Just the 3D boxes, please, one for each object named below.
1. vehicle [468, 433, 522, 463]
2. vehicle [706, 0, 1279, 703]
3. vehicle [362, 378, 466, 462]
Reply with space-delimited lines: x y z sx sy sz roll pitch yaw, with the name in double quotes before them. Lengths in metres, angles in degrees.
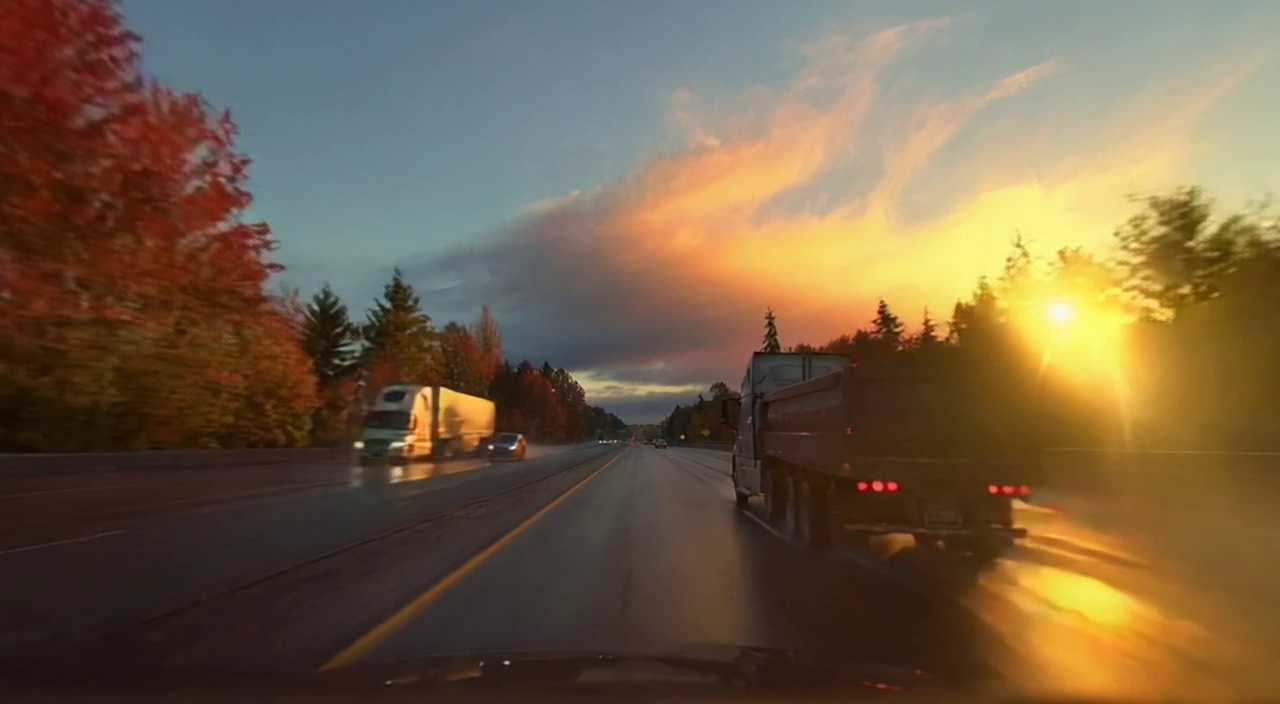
"vehicle" -7.741 5.151 33.958 1.915 1.514 3.866 0 -8 1
"vehicle" 3.666 0.618 10.346 3.691 4.331 13.909 0 -8 0
"vehicle" -11.614 3.688 33.016 2.971 3.993 5.994 0 -8 1
